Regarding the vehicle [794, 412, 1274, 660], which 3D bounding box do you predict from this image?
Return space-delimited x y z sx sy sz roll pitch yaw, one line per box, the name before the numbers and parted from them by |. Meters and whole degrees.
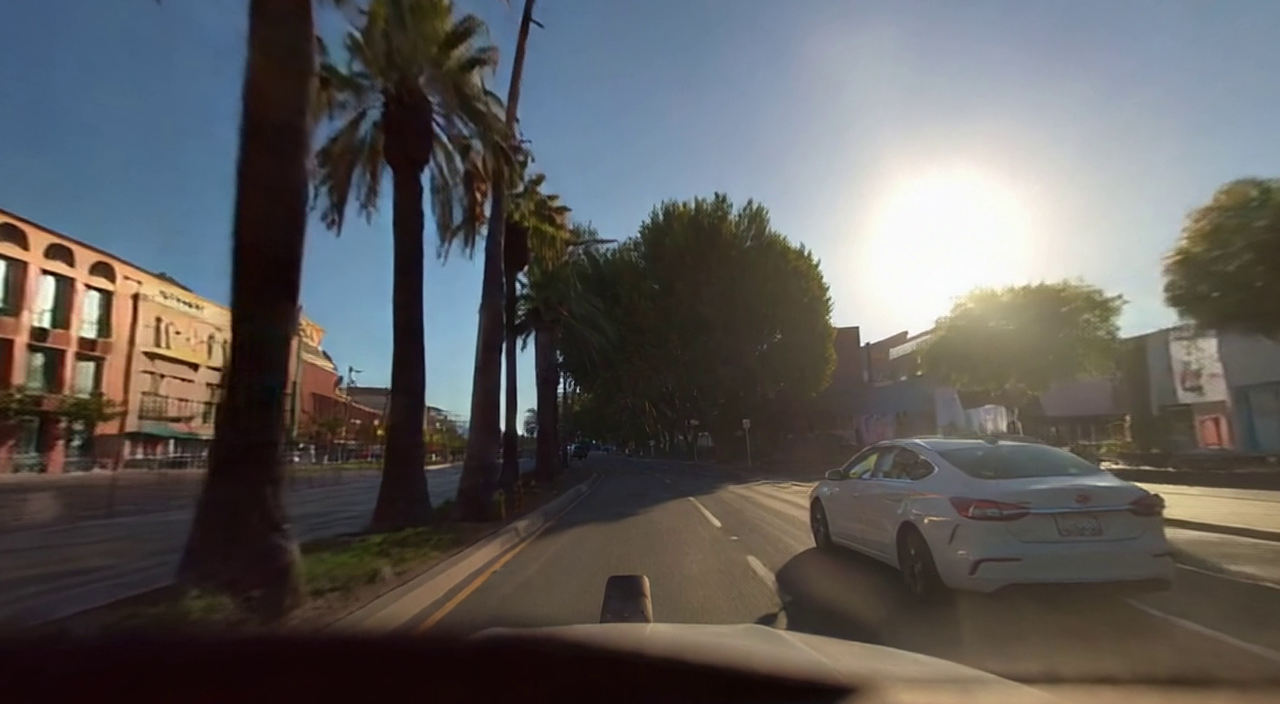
vehicle | 3.057 1.497 6.236 1.867 1.554 4.301 0 -9 -1
